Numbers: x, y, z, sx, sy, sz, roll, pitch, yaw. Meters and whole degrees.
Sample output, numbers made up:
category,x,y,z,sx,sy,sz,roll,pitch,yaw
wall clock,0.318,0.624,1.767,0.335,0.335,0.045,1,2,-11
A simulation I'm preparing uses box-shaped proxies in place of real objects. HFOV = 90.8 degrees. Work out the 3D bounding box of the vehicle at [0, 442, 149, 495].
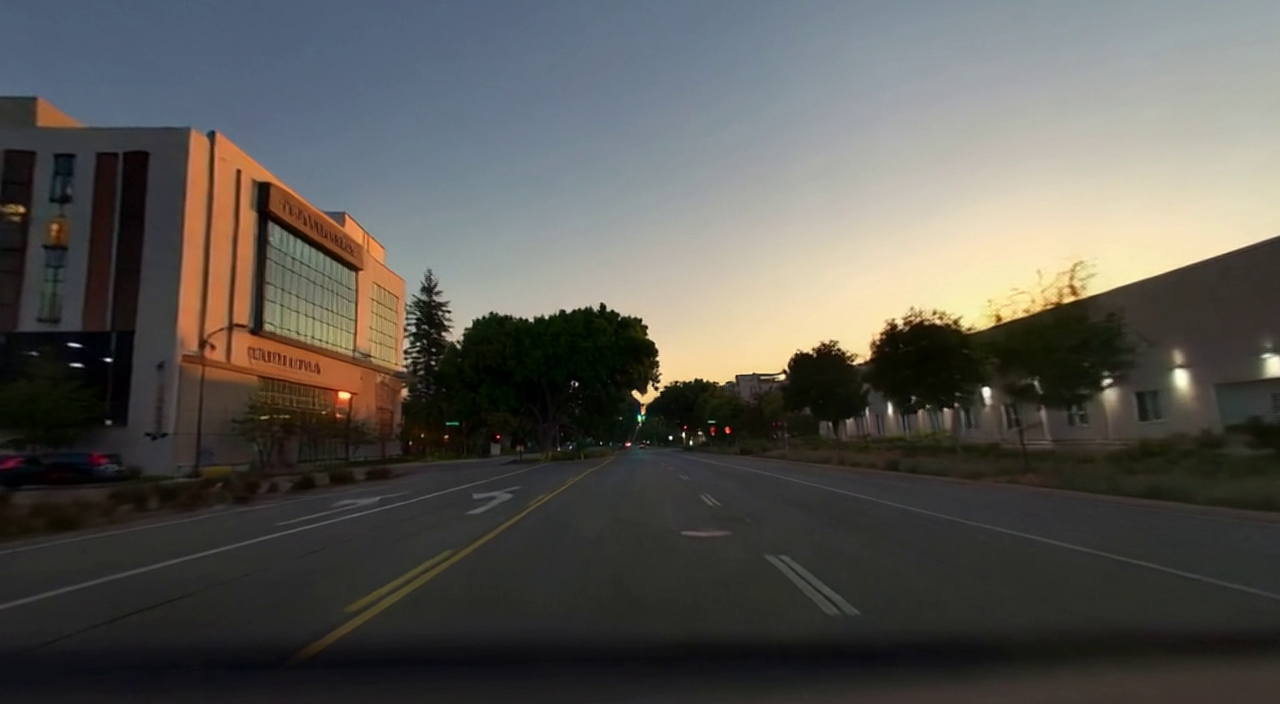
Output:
category,x,y,z,sx,sy,sz,roll,pitch,yaw
vehicle,-29.705,6.062,32.665,6.271,2.087,2.748,-4,-14,0
